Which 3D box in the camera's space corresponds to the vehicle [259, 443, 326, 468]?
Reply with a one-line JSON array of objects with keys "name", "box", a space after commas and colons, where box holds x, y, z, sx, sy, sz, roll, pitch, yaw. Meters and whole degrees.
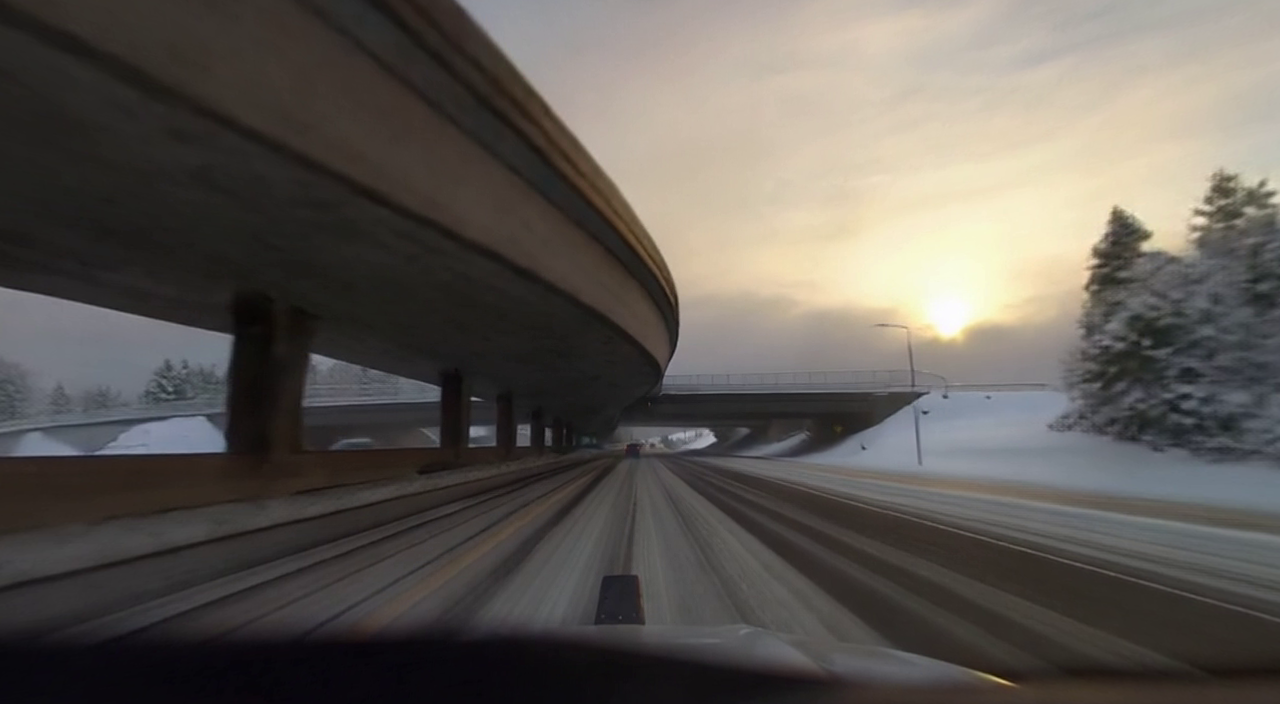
[{"name": "vehicle", "box": [-24.213, 7.217, 44.238, 1.968, 1.630, 4.757, 0, -9, -1]}]

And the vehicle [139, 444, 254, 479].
[{"name": "vehicle", "box": [-20.763, 5.132, 29.875, 2.003, 1.495, 4.720, 0, -9, 0]}]

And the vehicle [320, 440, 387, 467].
[{"name": "vehicle", "box": [-17.516, 6.240, 38.904, 1.919, 1.579, 4.704, 0, -9, 0]}]
